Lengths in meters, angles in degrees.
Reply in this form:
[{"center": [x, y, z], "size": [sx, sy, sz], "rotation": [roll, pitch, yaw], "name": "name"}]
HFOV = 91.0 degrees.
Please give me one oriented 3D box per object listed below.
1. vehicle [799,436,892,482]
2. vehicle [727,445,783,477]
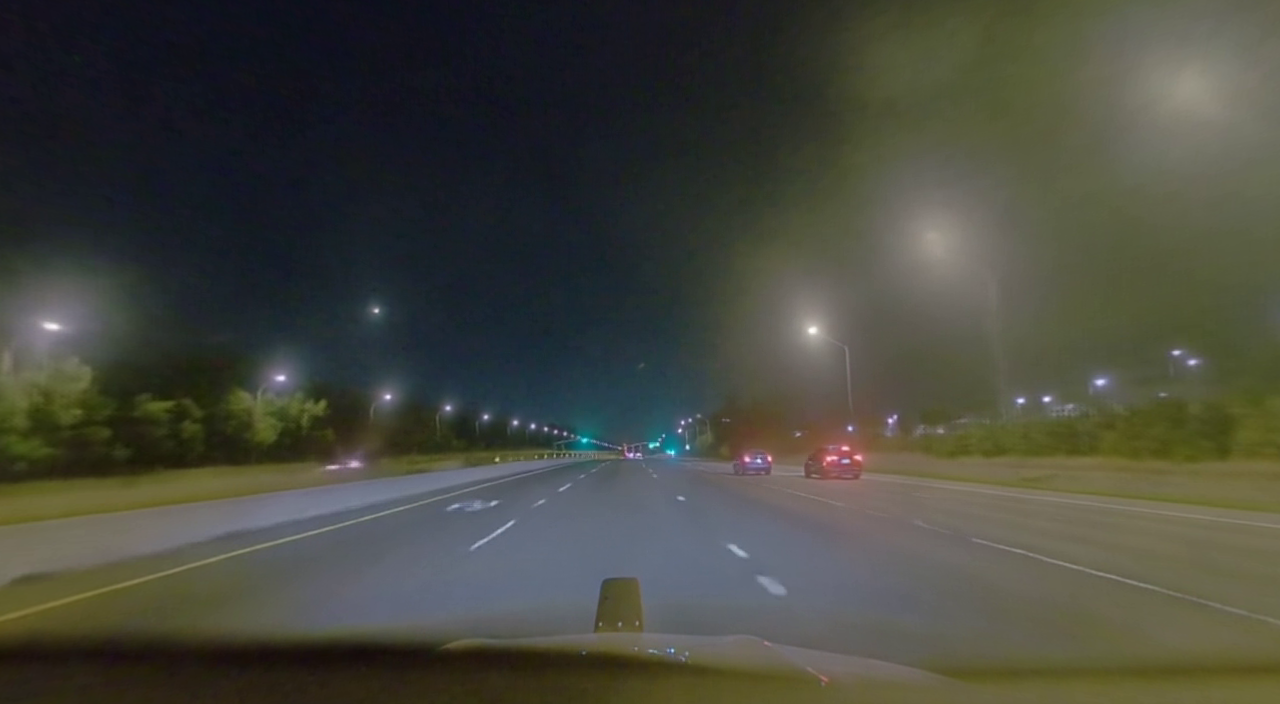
[{"center": [9.533, 5.013, 29.896], "size": [2.387, 1.936, 5.646], "rotation": [0, -9, -2], "name": "vehicle"}, {"center": [5.972, 5.727, 33.269], "size": [2.053, 1.553, 4.463], "rotation": [0, -9, -1], "name": "vehicle"}]
